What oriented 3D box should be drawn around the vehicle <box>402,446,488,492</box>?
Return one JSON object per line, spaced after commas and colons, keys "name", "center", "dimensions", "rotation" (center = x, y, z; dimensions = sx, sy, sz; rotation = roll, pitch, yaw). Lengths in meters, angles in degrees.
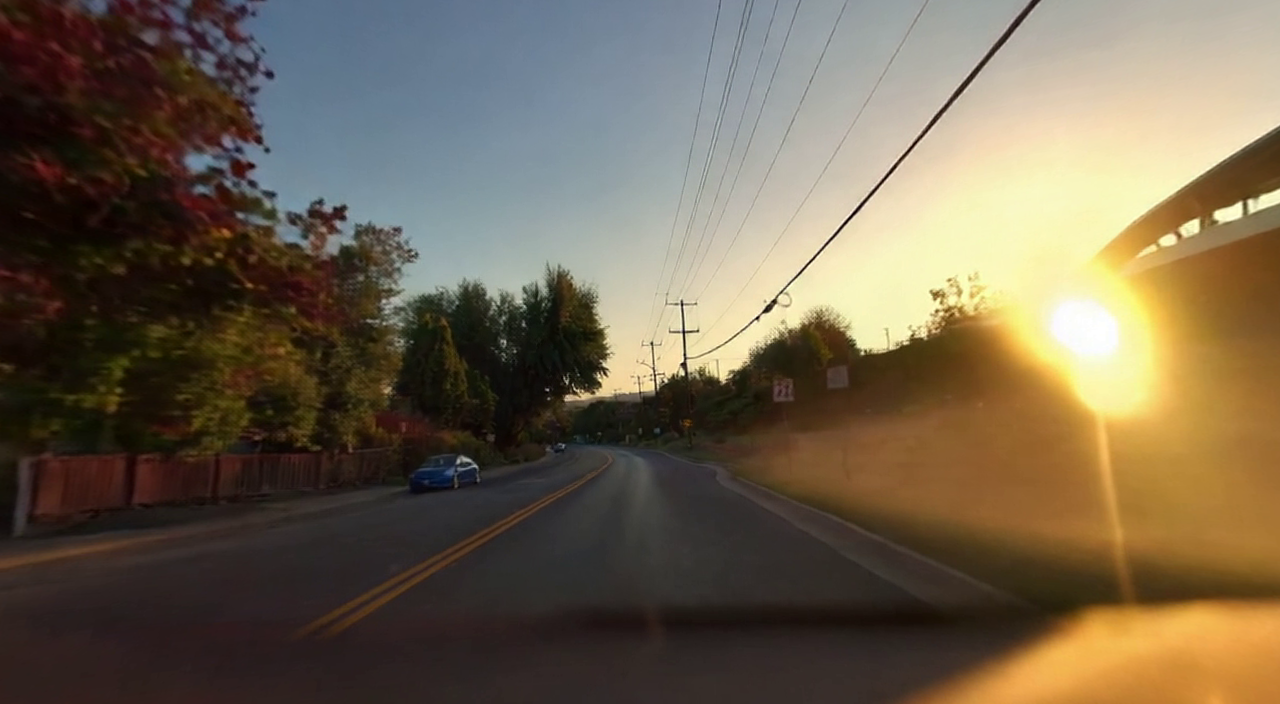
{"name": "vehicle", "center": [-8.048, 4.845, 26.596], "dimensions": [2.114, 1.693, 4.468], "rotation": [-1, -8, 2]}
